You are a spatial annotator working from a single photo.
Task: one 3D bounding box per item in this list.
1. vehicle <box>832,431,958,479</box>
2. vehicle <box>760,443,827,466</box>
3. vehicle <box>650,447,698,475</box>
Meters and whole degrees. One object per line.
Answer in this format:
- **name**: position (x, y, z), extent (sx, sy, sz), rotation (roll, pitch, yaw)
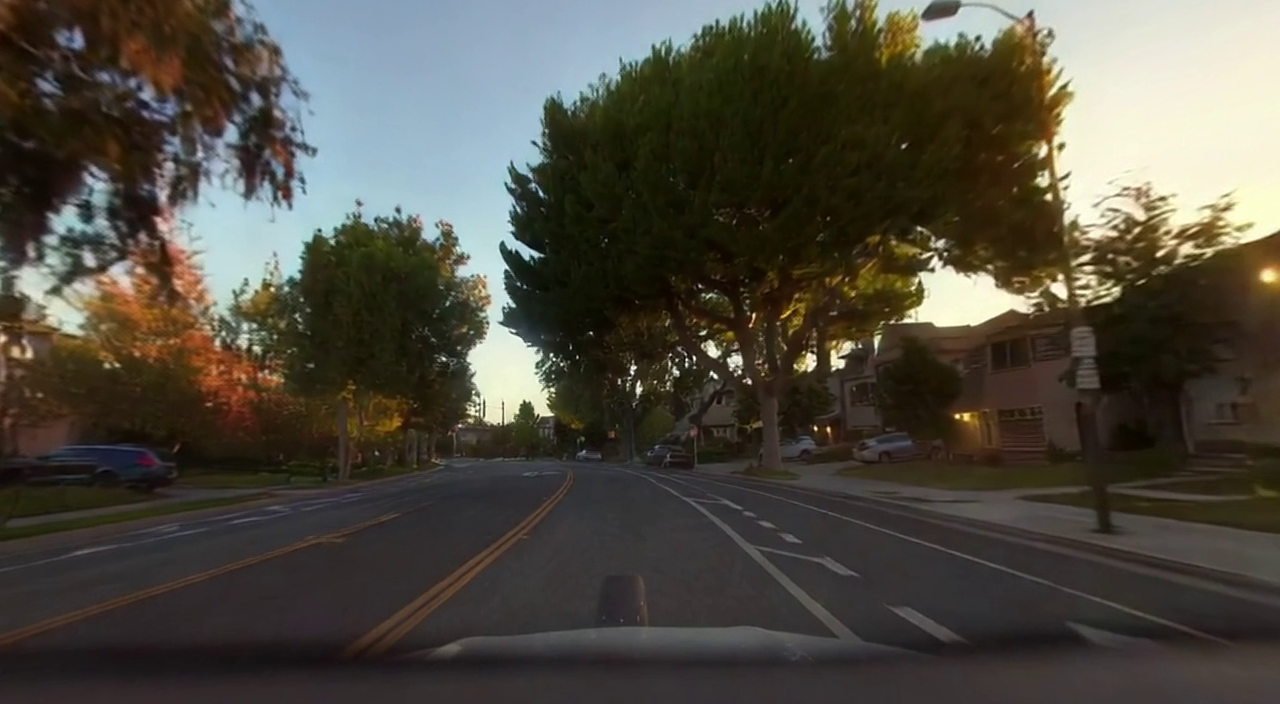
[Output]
- **vehicle**: position (11.430, 4.641, 28.430), extent (4.697, 1.861, 2.126), rotation (0, -12, -13)
- **vehicle**: position (11.794, 7.901, 48.763), extent (4.504, 1.702, 2.119), rotation (2, -9, -14)
- **vehicle**: position (2.100, 6.874, 40.194), extent (1.997, 1.618, 4.119), rotation (2, -9, -13)
